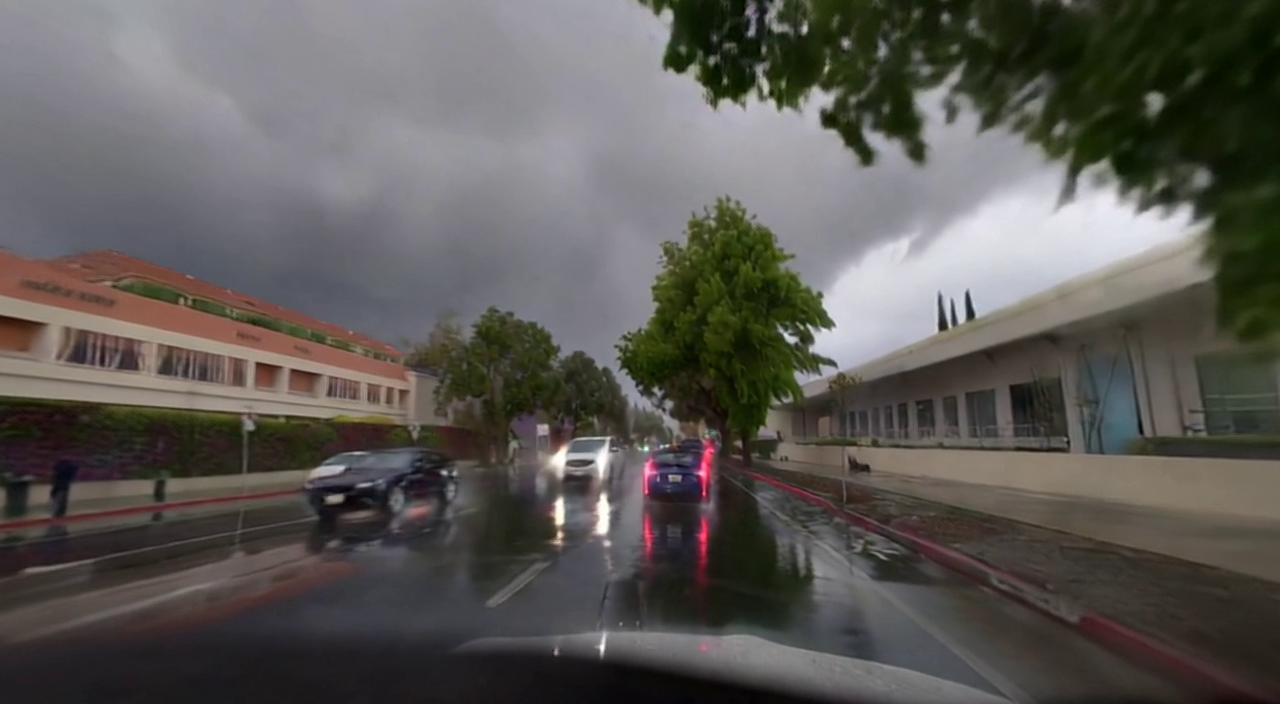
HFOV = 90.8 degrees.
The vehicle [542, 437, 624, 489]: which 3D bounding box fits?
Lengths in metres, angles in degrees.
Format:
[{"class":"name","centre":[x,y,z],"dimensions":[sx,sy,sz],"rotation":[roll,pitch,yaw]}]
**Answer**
[{"class":"vehicle","centre":[-1.964,4.063,23.473],"dimensions":[2.294,1.695,4.792],"rotation":[-1,-8,4]}]

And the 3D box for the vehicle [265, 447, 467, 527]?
[{"class":"vehicle","centre":[-5.778,2.877,14.166],"dimensions":[2.170,1.465,4.648],"rotation":[-1,-9,4]}]

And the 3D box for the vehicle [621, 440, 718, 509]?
[{"class":"vehicle","centre":[0.769,2.991,15.978],"dimensions":[2.116,1.479,4.358],"rotation":[-1,-8,3]}]
